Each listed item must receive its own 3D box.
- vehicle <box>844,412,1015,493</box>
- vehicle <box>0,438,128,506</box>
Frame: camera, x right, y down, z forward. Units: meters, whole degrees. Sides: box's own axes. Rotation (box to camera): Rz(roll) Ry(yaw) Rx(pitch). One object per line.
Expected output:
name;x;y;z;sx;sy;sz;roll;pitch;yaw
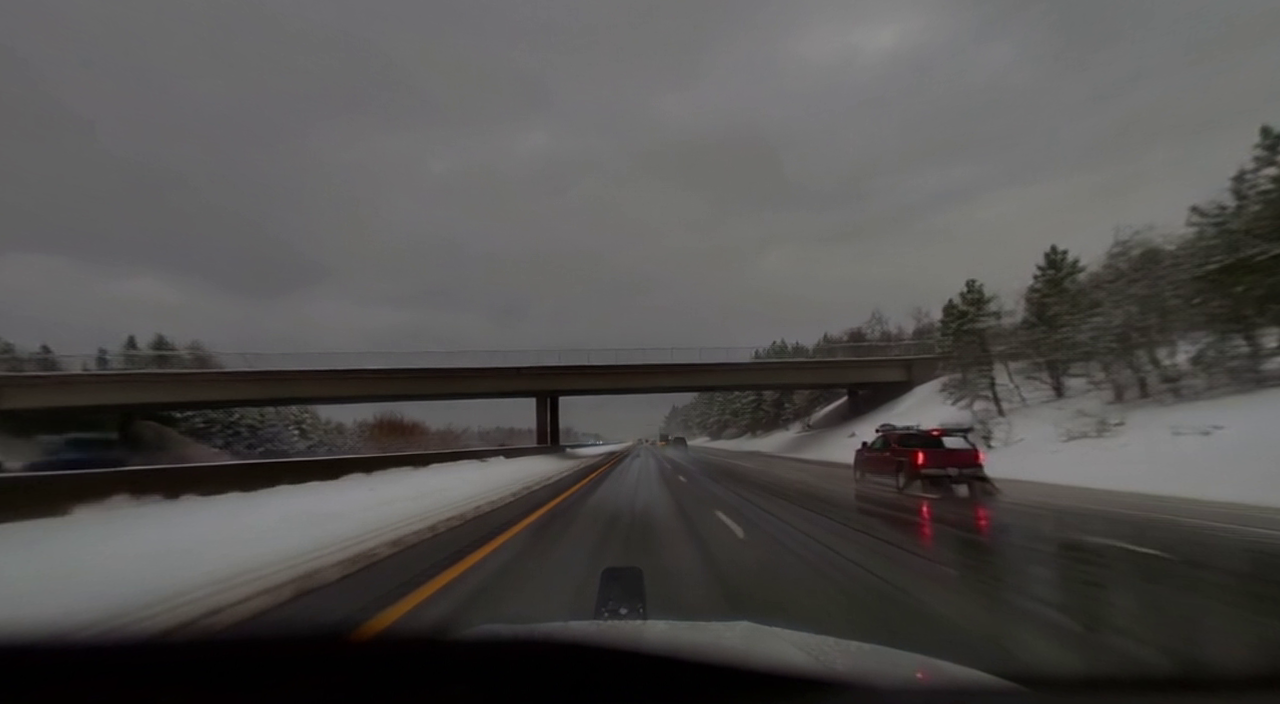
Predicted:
vehicle;8.182;2.934;18.583;2.362;2.037;5.409;0;-8;-1
vehicle;-17.180;3.247;17.253;1.910;1.704;5.056;0;-8;0
